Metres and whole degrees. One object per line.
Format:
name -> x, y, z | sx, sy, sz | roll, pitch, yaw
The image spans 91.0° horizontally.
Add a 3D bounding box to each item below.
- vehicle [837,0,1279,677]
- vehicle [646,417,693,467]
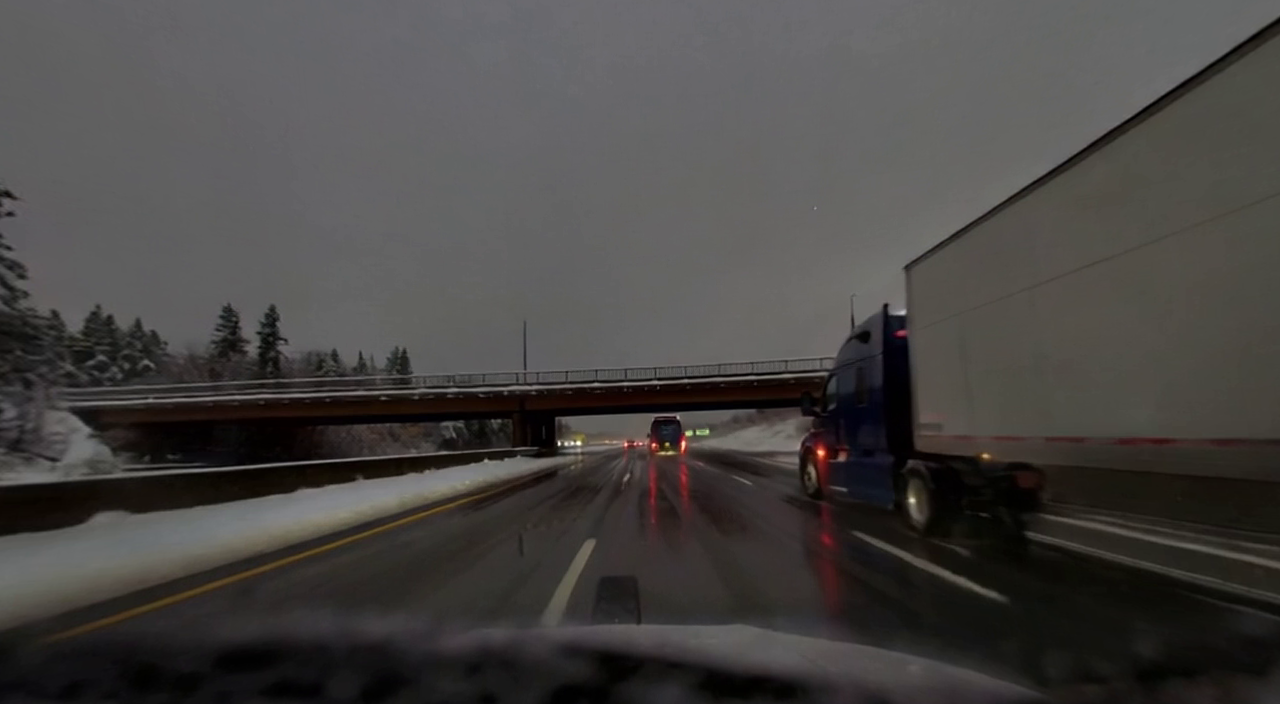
vehicle -> 4.993, 0.110, 5.711 | 2.997, 3.983, 10.860 | 1, -8, 0
vehicle -> 1.593, 5.260, 36.703 | 2.481, 2.618, 6.314 | -1, -8, 0
